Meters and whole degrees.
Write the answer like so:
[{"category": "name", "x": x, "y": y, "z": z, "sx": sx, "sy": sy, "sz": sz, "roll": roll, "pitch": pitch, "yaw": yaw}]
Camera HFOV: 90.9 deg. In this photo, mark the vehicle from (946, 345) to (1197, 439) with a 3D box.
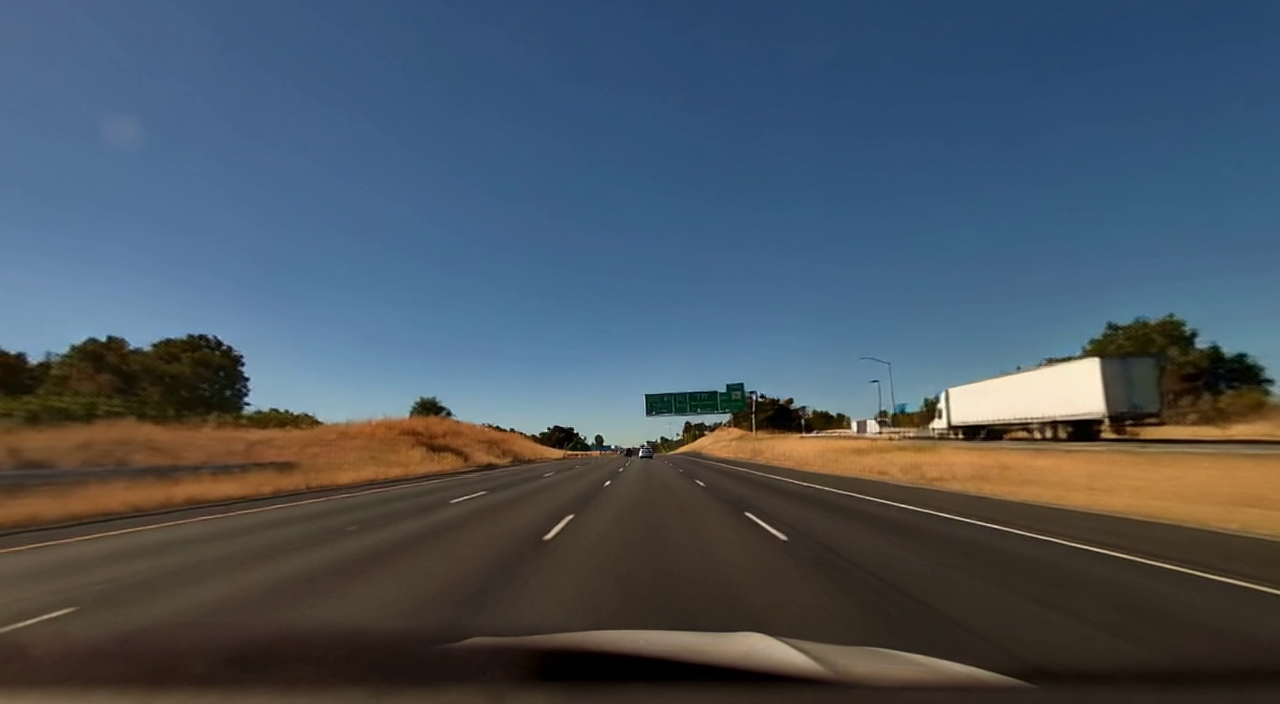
[{"category": "vehicle", "x": 23.579, "y": 2.962, "z": 37.006, "sx": 2.978, "sy": 4.245, "sz": 16.936, "roll": 0, "pitch": -8, "yaw": 0}]
